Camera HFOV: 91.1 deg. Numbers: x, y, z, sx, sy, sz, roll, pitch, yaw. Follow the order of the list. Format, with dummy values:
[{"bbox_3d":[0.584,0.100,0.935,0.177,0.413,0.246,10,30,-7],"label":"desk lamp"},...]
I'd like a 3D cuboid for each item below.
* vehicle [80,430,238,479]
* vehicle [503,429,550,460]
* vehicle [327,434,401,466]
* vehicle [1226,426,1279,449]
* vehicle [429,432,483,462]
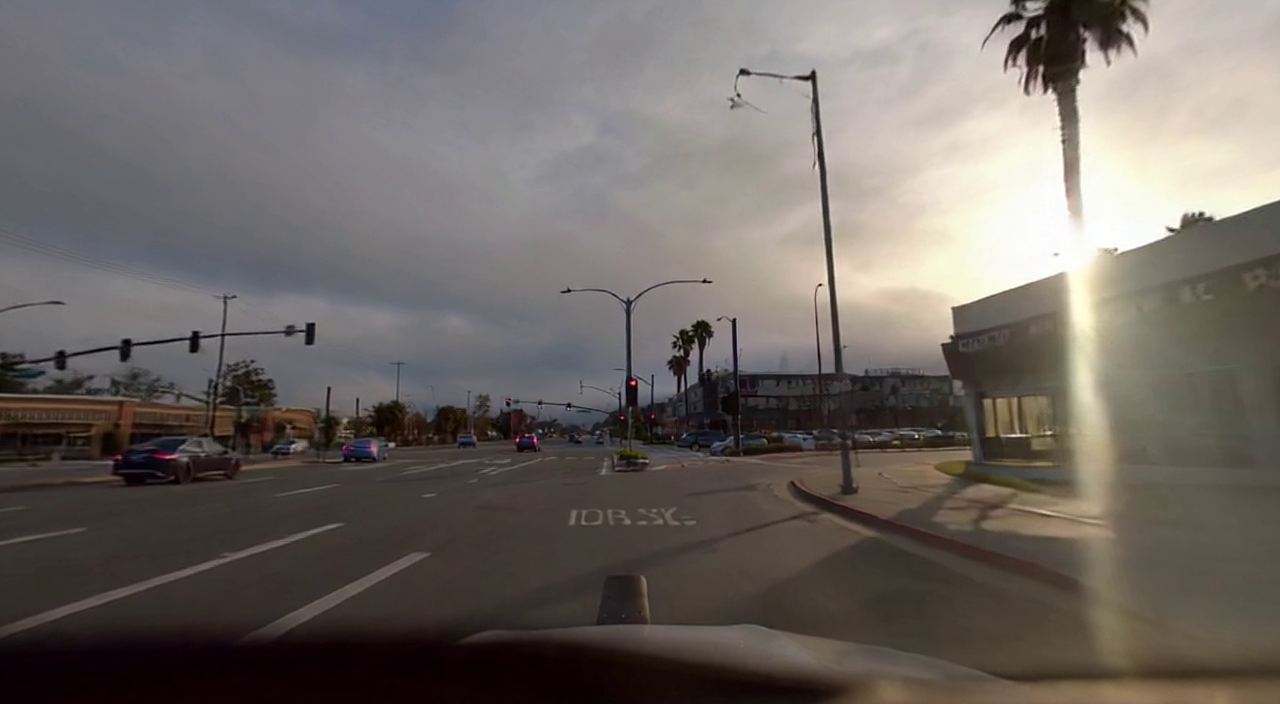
[{"bbox_3d":[-16.171,3.480,21.484,1.916,1.481,4.430,0,-8,-1],"label":"vehicle"},{"bbox_3d":[-6.982,5.740,39.090,2.114,1.784,4.450,0,-8,-1],"label":"vehicle"},{"bbox_3d":[-13.656,4.891,31.377,1.900,1.462,4.225,1,-8,-2],"label":"vehicle"},{"bbox_3d":[46.913,6.436,47.048,4.254,1.675,2.020,1,-8,-9],"label":"vehicle"},{"bbox_3d":[-10.540,5.491,36.247,1.977,1.584,3.983,0,-8,-2],"label":"vehicle"}]
